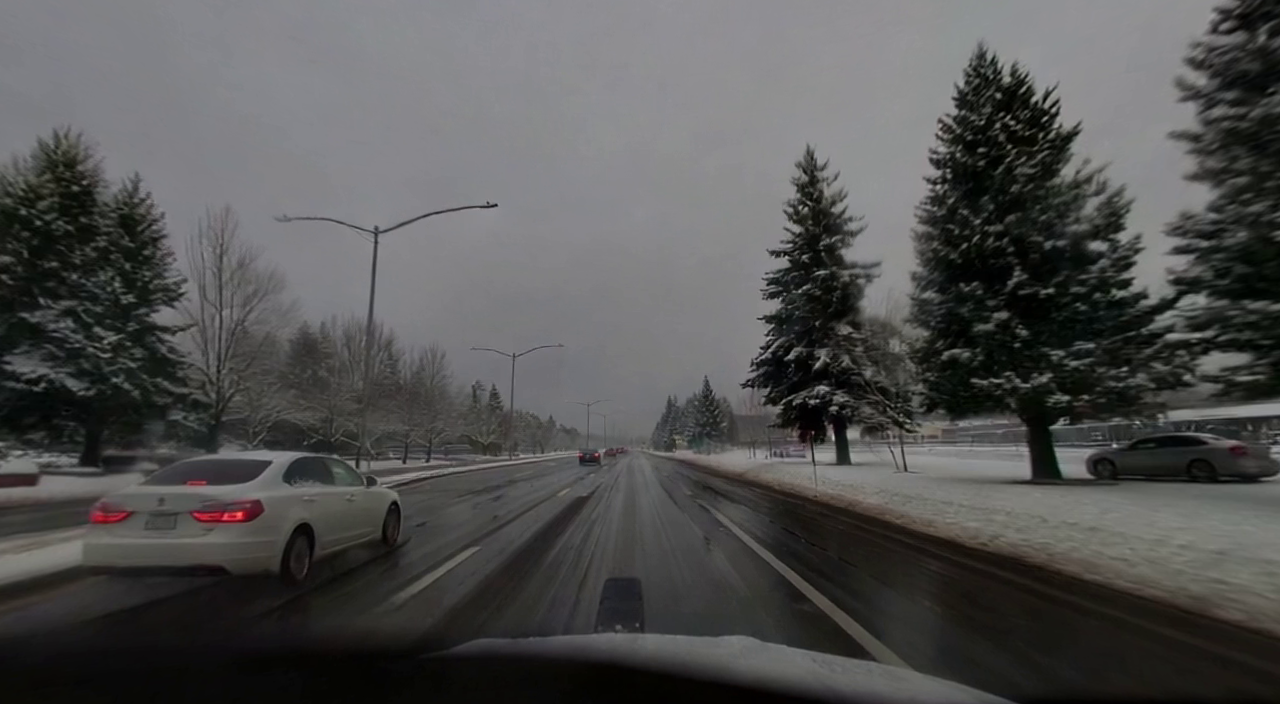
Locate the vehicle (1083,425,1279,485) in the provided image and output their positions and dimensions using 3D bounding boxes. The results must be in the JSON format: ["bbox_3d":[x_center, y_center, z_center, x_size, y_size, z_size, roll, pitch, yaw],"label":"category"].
[{"bbox_3d":[16.461,3.094,19.051,4.503,1.668,2.185,0,-9,-1],"label":"vehicle"}]

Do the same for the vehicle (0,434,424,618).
[{"bbox_3d":[-4.284,1.738,7.377,2.003,1.454,4.484,0,-9,-1],"label":"vehicle"}]
